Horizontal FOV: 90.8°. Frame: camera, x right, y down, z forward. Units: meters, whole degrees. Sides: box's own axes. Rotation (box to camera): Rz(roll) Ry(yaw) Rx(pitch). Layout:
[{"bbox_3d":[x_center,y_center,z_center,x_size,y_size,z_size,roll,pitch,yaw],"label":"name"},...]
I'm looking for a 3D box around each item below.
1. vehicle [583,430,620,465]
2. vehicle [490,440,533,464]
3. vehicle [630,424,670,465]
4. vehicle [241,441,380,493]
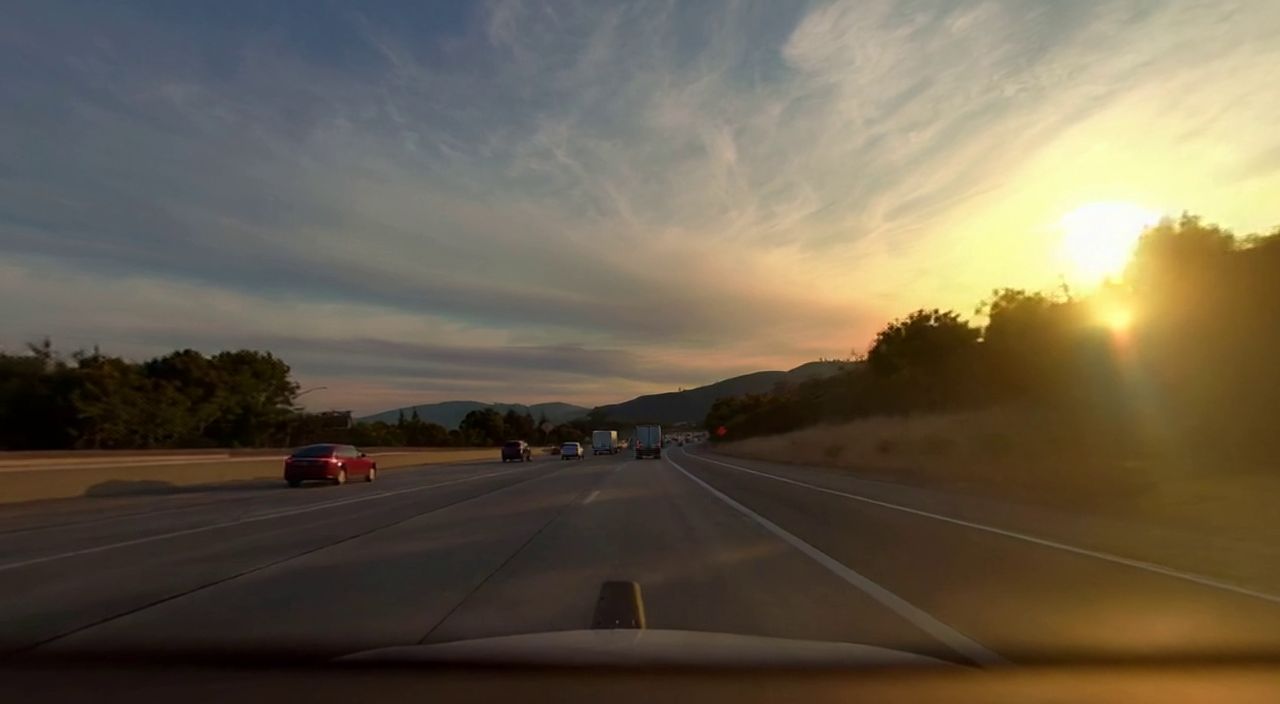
[{"bbox_3d":[-2.840,7.280,48.274,2.328,2.519,5.238,0,-8,2],"label":"vehicle"},{"bbox_3d":[-10.006,7.814,49.660,2.080,1.777,5.450,0,-8,2],"label":"vehicle"},{"bbox_3d":[0.775,7.019,48.197,2.768,2.854,6.757,1,-8,1],"label":"vehicle"},{"bbox_3d":[-10.309,3.617,20.267,1.952,1.457,4.689,0,-8,0],"label":"vehicle"}]
